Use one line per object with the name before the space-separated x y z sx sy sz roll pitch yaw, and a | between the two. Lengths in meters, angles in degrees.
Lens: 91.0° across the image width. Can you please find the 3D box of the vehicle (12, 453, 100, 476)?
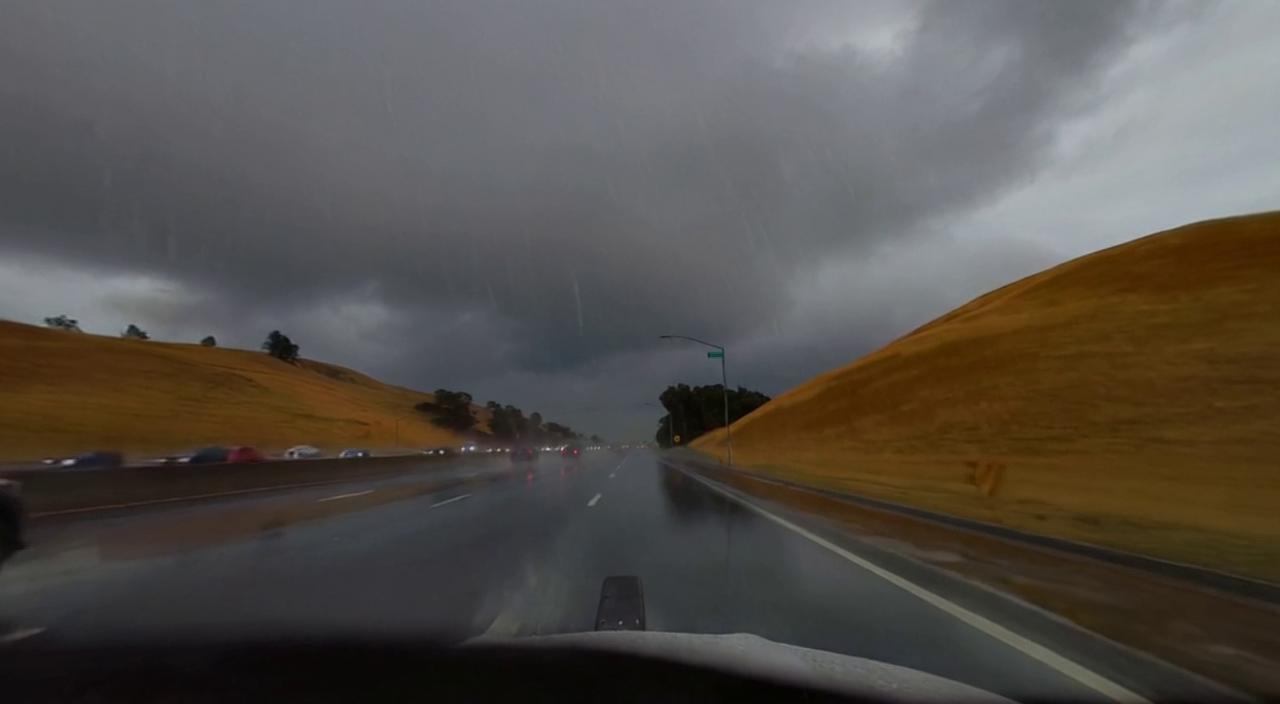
vehicle | -41.242 7.922 44.622 1.936 1.481 4.566 0 -9 -2

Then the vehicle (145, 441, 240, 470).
vehicle | -29.220 6.768 41.361 2.251 1.716 5.570 0 -9 -2
